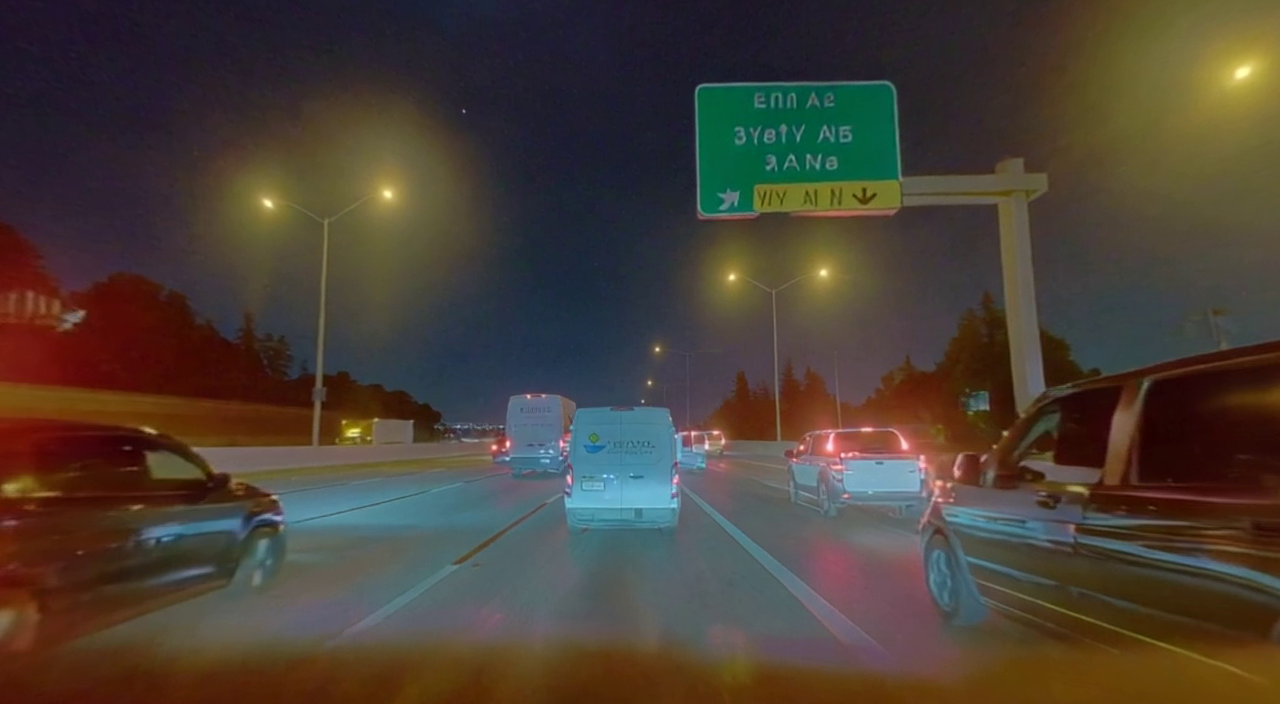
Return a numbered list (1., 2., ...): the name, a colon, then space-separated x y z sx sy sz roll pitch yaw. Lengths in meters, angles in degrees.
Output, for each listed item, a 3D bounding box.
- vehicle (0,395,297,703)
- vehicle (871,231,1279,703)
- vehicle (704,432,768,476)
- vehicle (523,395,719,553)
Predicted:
1. vehicle: -4.083 1.003 3.346 1.983 1.496 4.371 0 -8 1
2. vehicle: 2.984 0.683 2.221 2.341 1.890 5.144 0 -8 0
3. vehicle: 3.997 4.344 27.032 2.064 1.720 4.416 0 -8 0
4. vehicle: -0.222 1.748 9.623 2.287 1.823 4.369 0 -8 0
